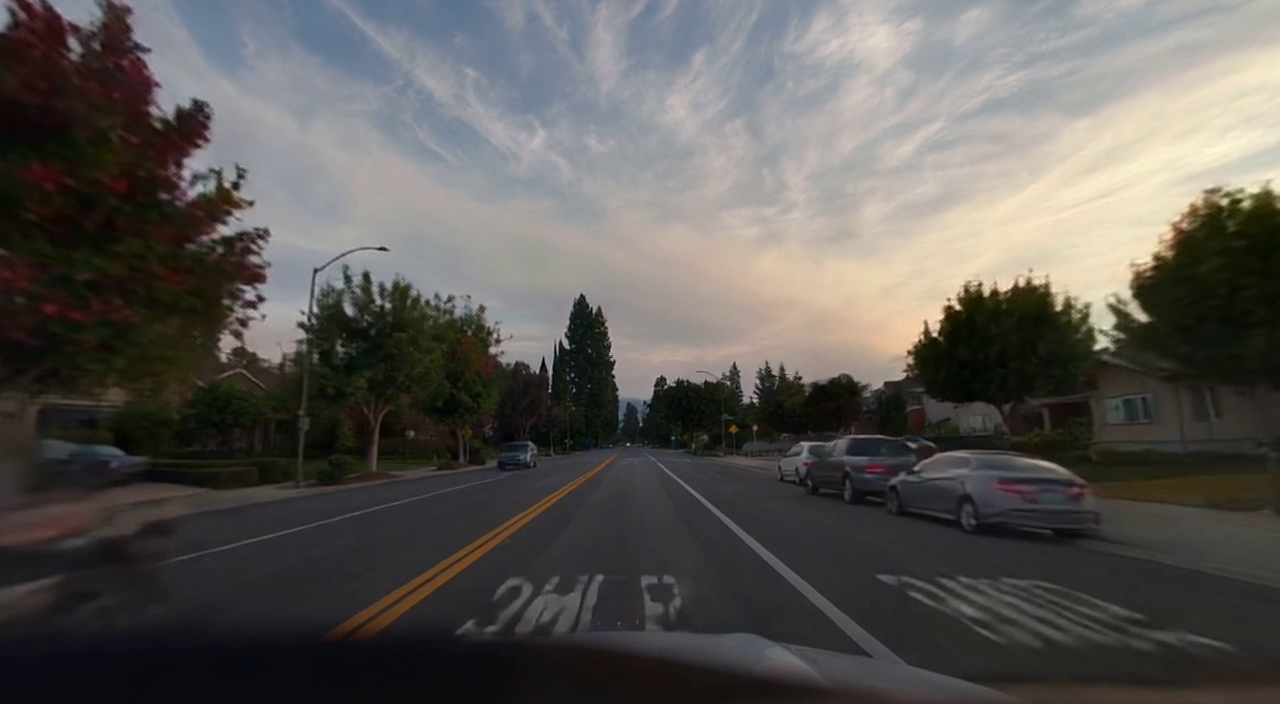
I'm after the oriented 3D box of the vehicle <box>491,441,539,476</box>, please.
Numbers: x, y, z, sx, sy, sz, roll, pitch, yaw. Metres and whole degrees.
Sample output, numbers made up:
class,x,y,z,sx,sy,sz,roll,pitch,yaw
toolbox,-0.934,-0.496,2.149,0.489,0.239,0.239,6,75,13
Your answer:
class,x,y,z,sx,sy,sz,roll,pitch,yaw
vehicle,-7.085,6.074,36.150,1.907,1.860,3.840,0,-8,0

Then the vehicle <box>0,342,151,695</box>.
class,x,y,z,sx,sy,sz,roll,pitch,yaw
vehicle,-4.373,0.630,1.609,2.050,1.841,5.290,0,-8,-1

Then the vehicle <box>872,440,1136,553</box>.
class,x,y,z,sx,sy,sz,roll,pitch,yaw
vehicle,6.344,2.516,11.841,2.226,1.682,4.461,0,-8,-1
